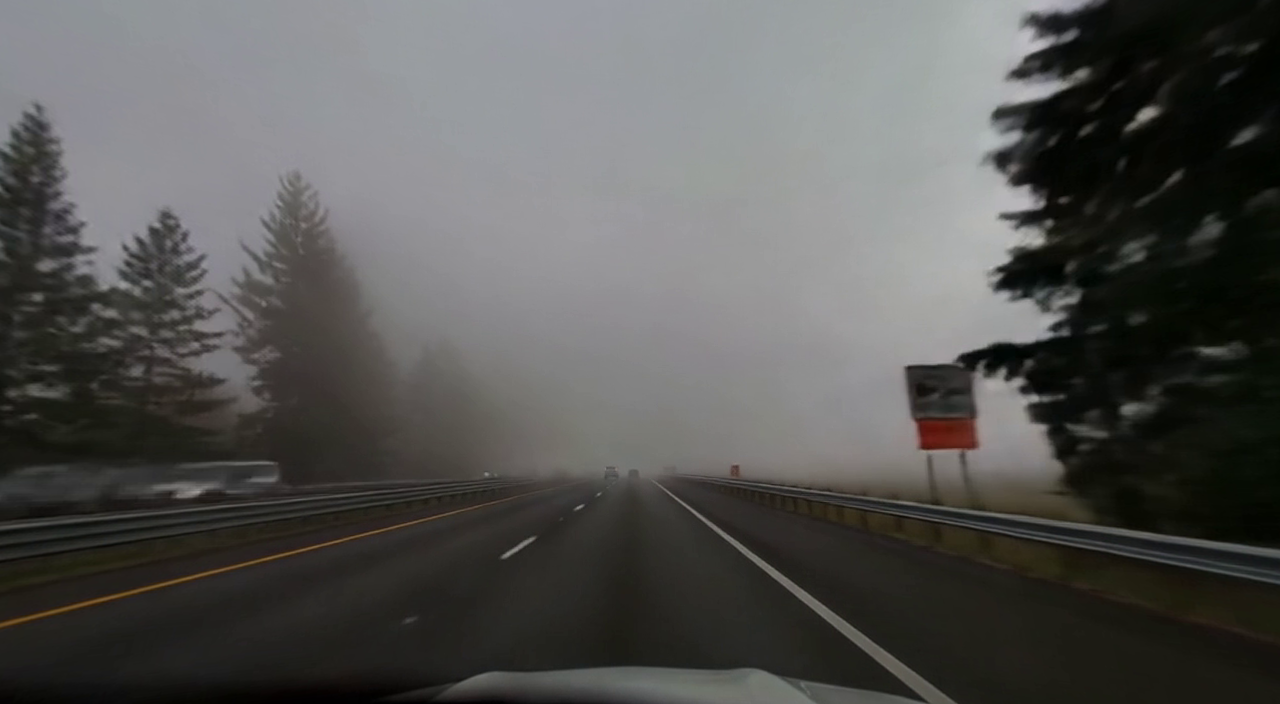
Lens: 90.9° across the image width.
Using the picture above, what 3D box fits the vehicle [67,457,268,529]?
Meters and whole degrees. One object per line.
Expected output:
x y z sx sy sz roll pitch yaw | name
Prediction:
-12.722 3.810 17.459 2.000 1.682 4.526 1 -11 0 | vehicle
